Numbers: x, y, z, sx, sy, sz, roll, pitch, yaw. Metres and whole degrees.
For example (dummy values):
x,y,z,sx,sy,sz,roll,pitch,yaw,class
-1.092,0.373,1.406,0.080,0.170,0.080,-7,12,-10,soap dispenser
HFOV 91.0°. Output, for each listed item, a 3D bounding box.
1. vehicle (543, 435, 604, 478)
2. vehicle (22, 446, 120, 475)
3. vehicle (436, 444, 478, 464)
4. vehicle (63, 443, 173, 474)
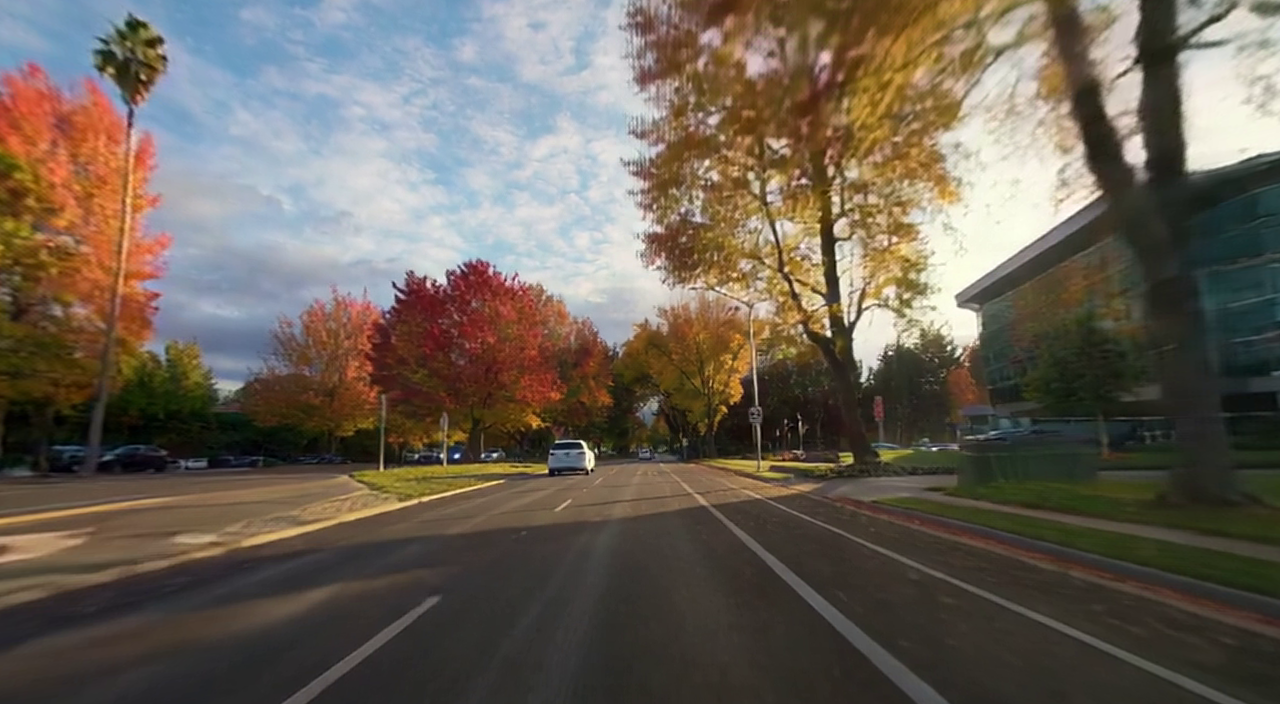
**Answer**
x,y,z,sx,sy,sz,roll,pitch,yaw,class
-2.934,4.771,28.858,2.112,1.779,4.489,0,-9,3,vehicle
-33.606,6.403,37.262,3.856,1.655,1.842,1,-9,-3,vehicle
-14.376,8.068,49.846,1.893,1.491,4.711,0,-9,0,vehicle
-32.844,6.706,39.729,4.858,1.849,2.112,1,-9,-2,vehicle
